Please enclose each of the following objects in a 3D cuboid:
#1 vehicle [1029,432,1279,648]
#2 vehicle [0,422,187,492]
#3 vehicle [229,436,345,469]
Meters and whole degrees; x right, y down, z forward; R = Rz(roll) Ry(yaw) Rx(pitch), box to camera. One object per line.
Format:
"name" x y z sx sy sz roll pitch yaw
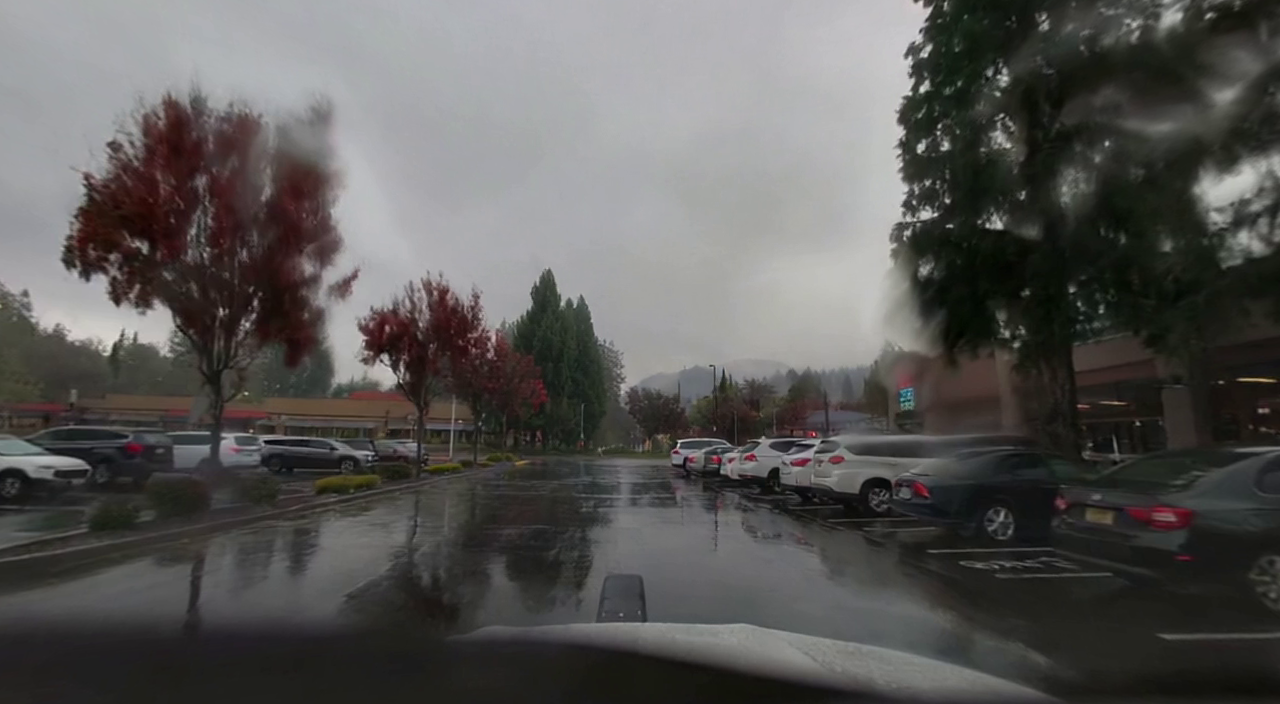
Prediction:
"vehicle" 6.276 1.494 5.670 4.198 1.491 2.100 1 -8 -4
"vehicle" -15.435 2.904 17.677 4.148 1.757 1.963 7 -11 -40
"vehicle" -17.282 4.911 31.069 4.651 1.494 1.914 6 -11 -37
